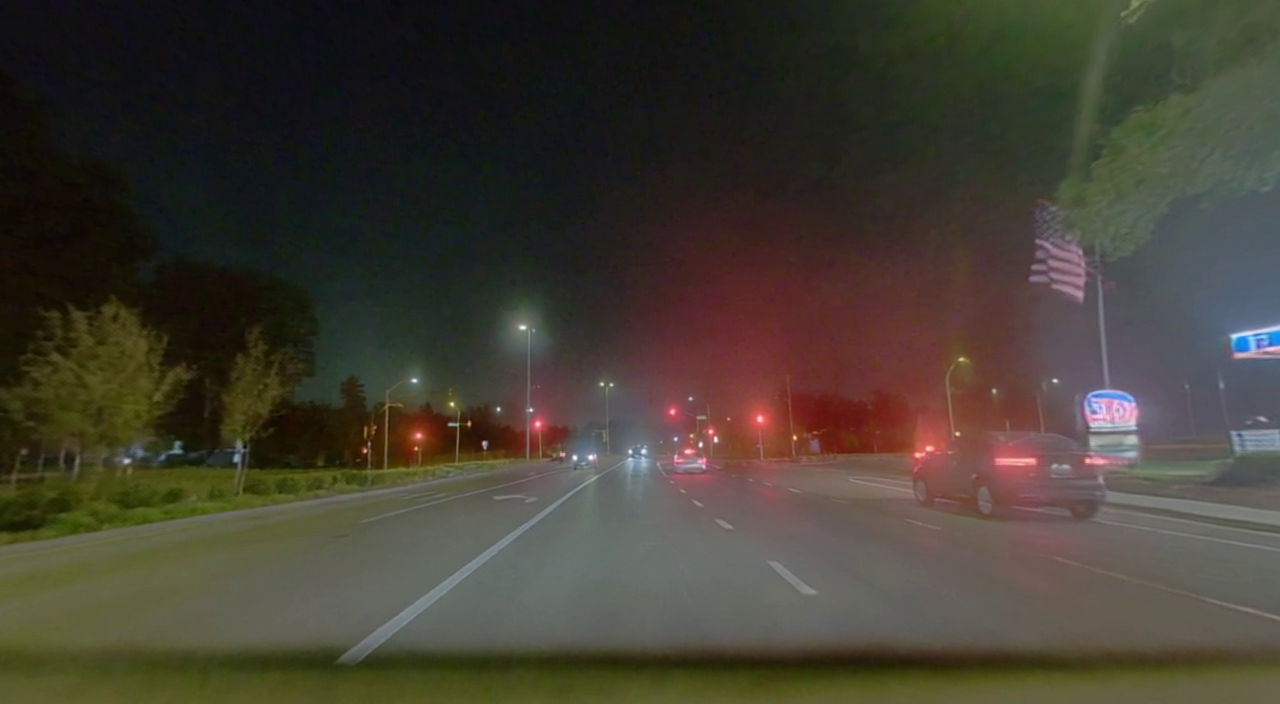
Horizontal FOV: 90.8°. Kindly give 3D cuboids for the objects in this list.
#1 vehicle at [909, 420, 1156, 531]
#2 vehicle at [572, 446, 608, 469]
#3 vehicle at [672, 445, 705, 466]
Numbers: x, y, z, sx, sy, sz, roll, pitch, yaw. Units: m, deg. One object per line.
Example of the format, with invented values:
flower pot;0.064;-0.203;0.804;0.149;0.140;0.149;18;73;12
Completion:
vehicle;6.907;2.205;11.776;1.950;1.668;4.053;0;-9;0
vehicle;-3.281;7.018;42.229;2.049;1.449;4.213;0;-9;1
vehicle;3.423;7.443;45.545;2.029;1.442;4.054;0;-9;-1
